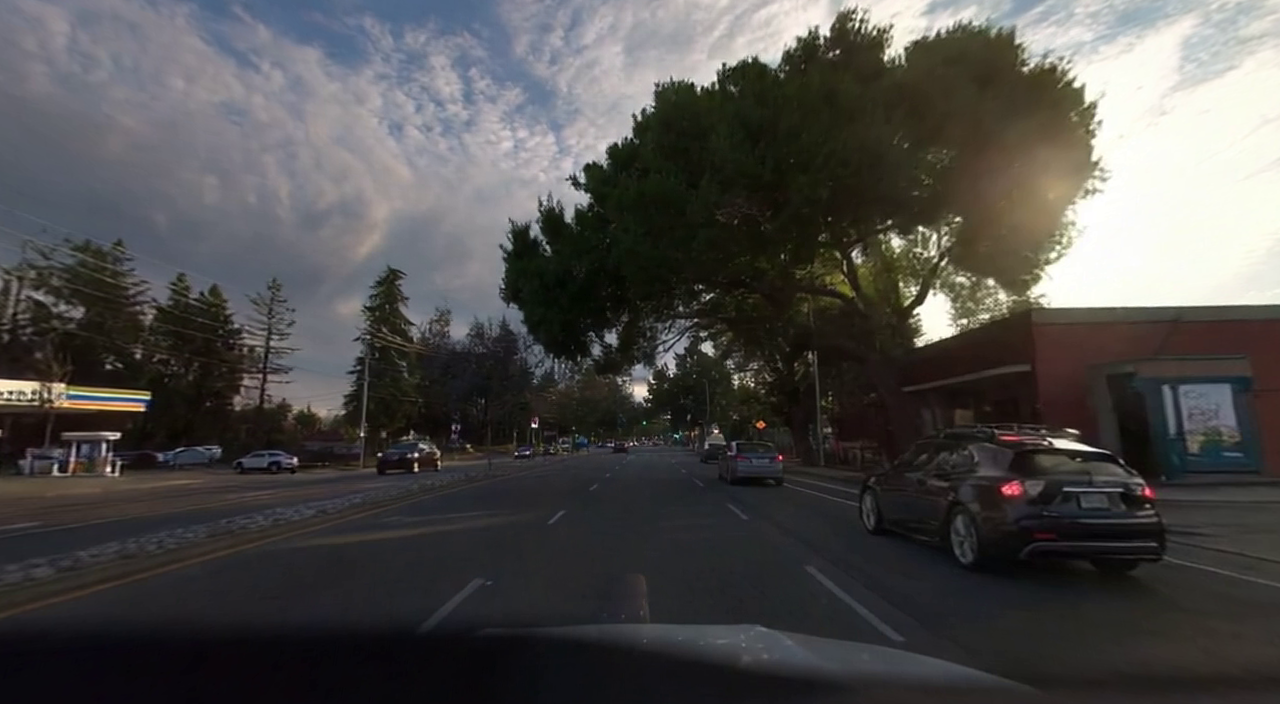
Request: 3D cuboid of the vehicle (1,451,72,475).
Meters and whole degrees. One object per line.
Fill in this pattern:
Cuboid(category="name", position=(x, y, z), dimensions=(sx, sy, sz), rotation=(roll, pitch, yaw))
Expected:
Cuboid(category="vehicle", position=(-41.161, 7.563, 43.102), dimensions=(1.583, 1.354, 4.281), rotation=(1, -7, -15))

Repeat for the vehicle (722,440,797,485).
Cuboid(category="vehicle", position=(4.149, 3.900, 22.563), dimensions=(1.871, 1.442, 4.122), rotation=(0, -8, 0))

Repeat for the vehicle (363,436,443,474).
Cuboid(category="vehicle", position=(-13.996, 6.142, 37.725), dimensions=(2.385, 2.064, 5.707), rotation=(-1, -8, 2))

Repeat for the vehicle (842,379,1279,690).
Cuboid(category="vehicle", position=(3.639, 1.337, 5.911), dimensions=(1.875, 1.665, 4.931), rotation=(0, -8, 1))

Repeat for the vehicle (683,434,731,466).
Cuboid(category="vehicle", position=(4.379, 6.501, 41.992), dimensions=(2.611, 1.983, 5.165), rotation=(0, -8, 0))
